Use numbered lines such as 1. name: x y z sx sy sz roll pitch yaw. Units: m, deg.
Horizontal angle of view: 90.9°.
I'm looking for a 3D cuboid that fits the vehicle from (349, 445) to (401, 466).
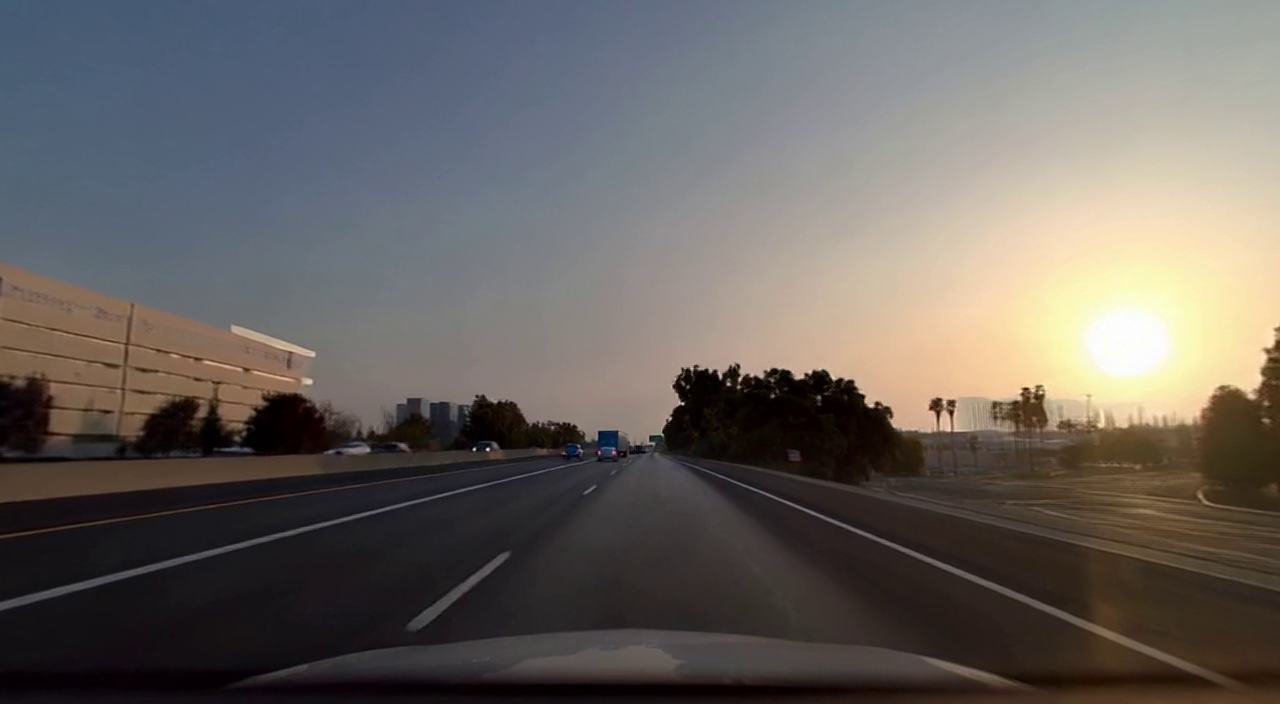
1. vehicle: -18.823 7.349 44.939 2.027 1.411 3.768 0 -8 2
